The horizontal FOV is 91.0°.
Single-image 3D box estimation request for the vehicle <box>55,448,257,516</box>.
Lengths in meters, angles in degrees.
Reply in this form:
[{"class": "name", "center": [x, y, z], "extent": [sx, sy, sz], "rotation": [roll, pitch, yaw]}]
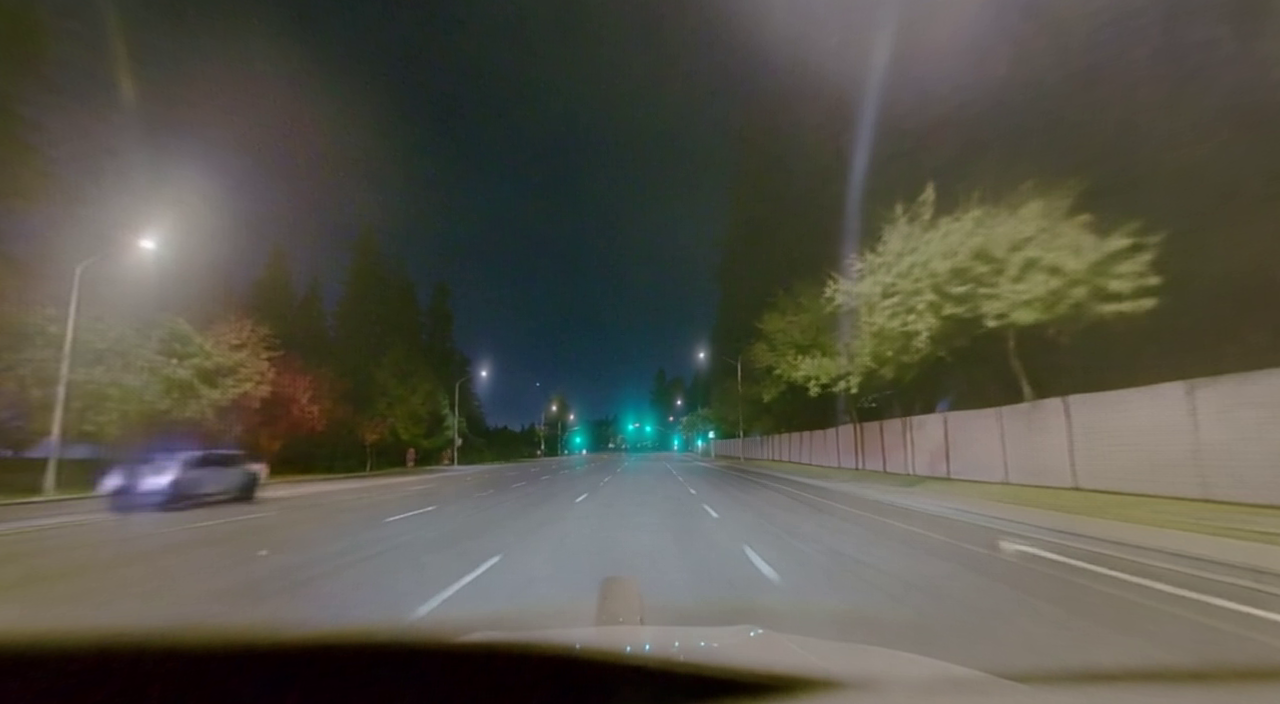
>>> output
[{"class": "vehicle", "center": [-13.415, 3.582, 17.932], "extent": [2.094, 1.638, 4.477], "rotation": [-1, -9, 2]}]
